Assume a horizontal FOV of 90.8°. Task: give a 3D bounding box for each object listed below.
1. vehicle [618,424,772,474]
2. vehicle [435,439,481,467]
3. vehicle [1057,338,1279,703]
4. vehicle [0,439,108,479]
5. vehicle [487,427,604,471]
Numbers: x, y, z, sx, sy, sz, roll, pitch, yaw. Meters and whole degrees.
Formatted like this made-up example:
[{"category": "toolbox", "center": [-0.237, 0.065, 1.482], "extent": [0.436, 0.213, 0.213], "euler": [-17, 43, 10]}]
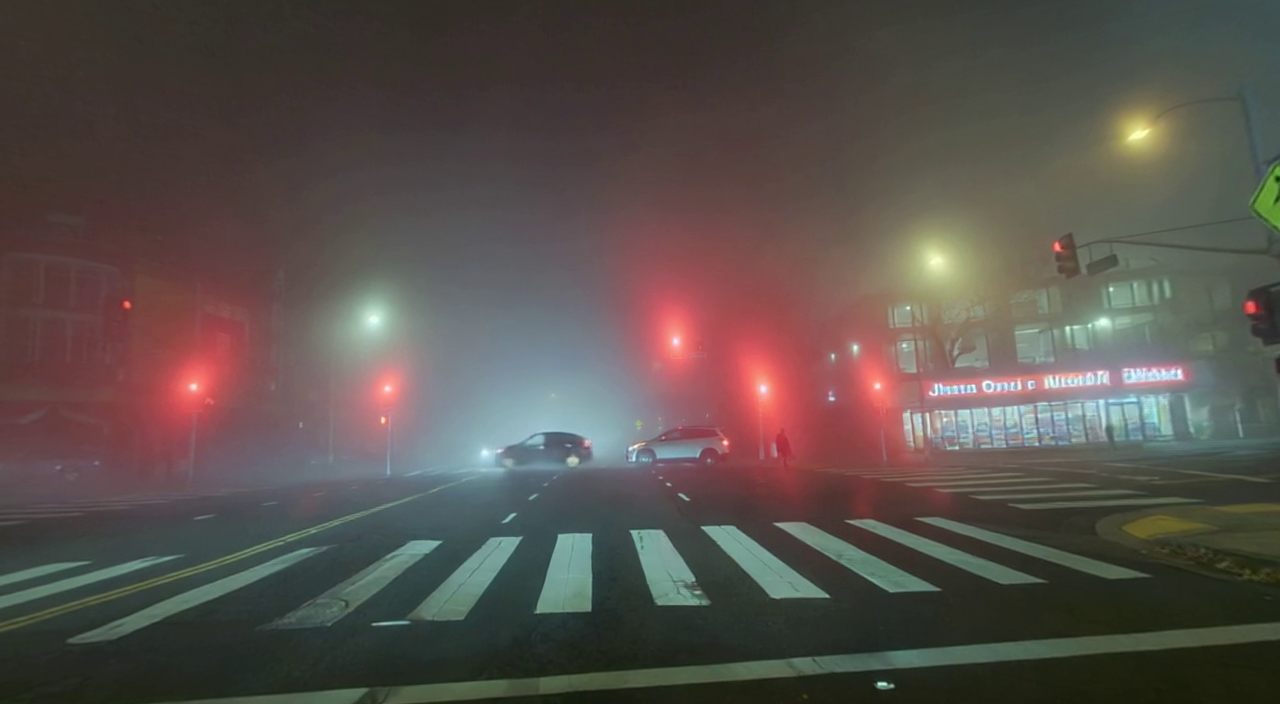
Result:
[{"category": "vehicle", "center": [1.690, 3.107, 20.379], "extent": [4.612, 1.521, 1.811], "euler": [1, -9, -10]}, {"category": "vehicle", "center": [-10.937, 6.091, 38.266], "extent": [1.885, 1.545, 4.124], "euler": [0, -8, -5]}, {"category": "vehicle", "center": [3.024, 0.612, 0.872], "extent": [1.866, 1.654, 4.354], "euler": [0, -8, 0]}, {"category": "vehicle", "center": [-31.528, 5.614, 33.551], "extent": [2.205, 1.903, 5.877], "euler": [1, -9, -10]}, {"category": "vehicle", "center": [-3.775, 3.895, 25.559], "extent": [4.513, 1.682, 1.810], "euler": [1, -9, -7]}]
